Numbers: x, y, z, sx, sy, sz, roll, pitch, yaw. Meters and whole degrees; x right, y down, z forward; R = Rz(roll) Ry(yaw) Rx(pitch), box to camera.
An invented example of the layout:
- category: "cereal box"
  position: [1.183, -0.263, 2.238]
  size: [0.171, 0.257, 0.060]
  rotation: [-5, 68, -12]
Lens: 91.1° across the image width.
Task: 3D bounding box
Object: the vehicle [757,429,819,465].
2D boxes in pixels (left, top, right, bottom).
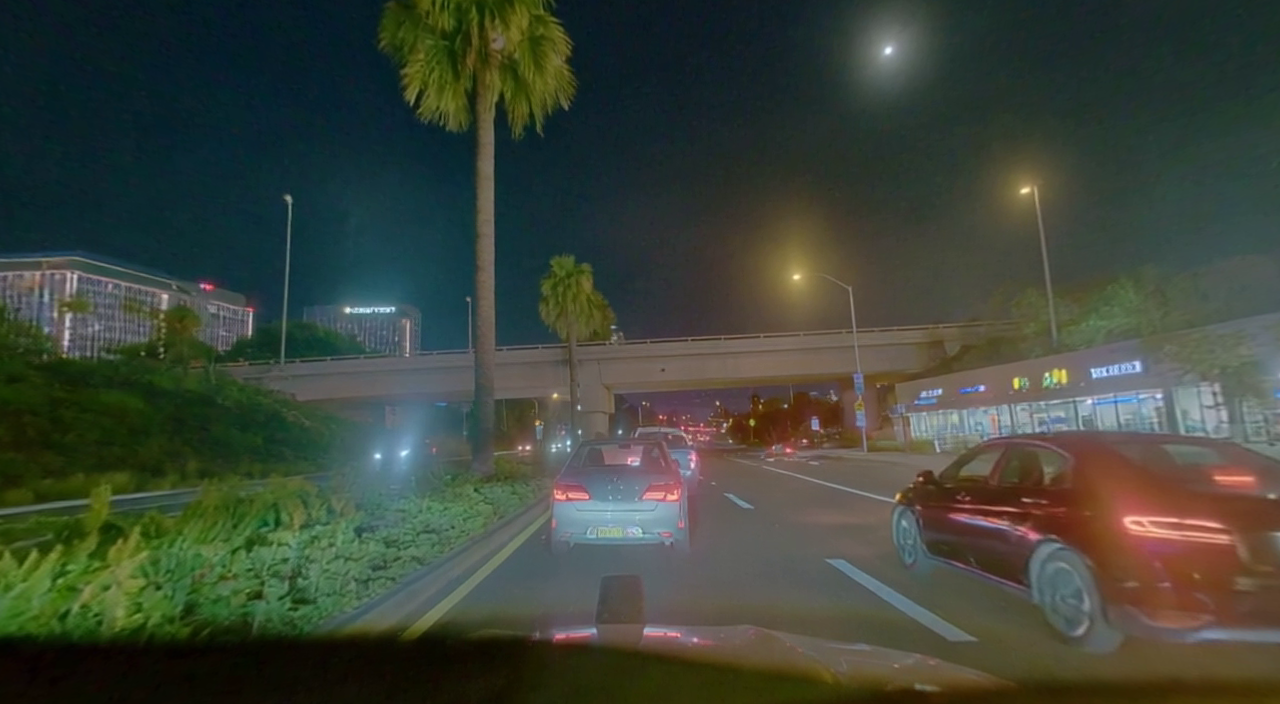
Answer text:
- category: "vehicle"
  position: [8.047, 5.247, 34.670]
  size: [2.242, 1.817, 4.837]
  rotation: [0, -8, 0]

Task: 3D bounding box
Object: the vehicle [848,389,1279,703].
- category: "vehicle"
  position: [3.422, 1.261, 4.902]
  size: [2.034, 1.517, 4.840]
  rotation: [0, -8, 1]

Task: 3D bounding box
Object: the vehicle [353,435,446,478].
- category: "vehicle"
  position: [-12.085, 5.262, 32.041]
  size: [2.386, 1.943, 5.700]
  rotation: [-1, -8, 1]

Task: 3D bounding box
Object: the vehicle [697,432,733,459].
- category: "vehicle"
  position: [5.050, 6.384, 42.895]
  size: [1.947, 1.716, 4.110]
  rotation: [0, -8, 0]

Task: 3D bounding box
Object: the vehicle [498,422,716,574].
- category: "vehicle"
  position: [-0.270, 1.758, 8.347]
  size: [2.172, 1.506, 4.018]
  rotation: [0, -8, 2]
